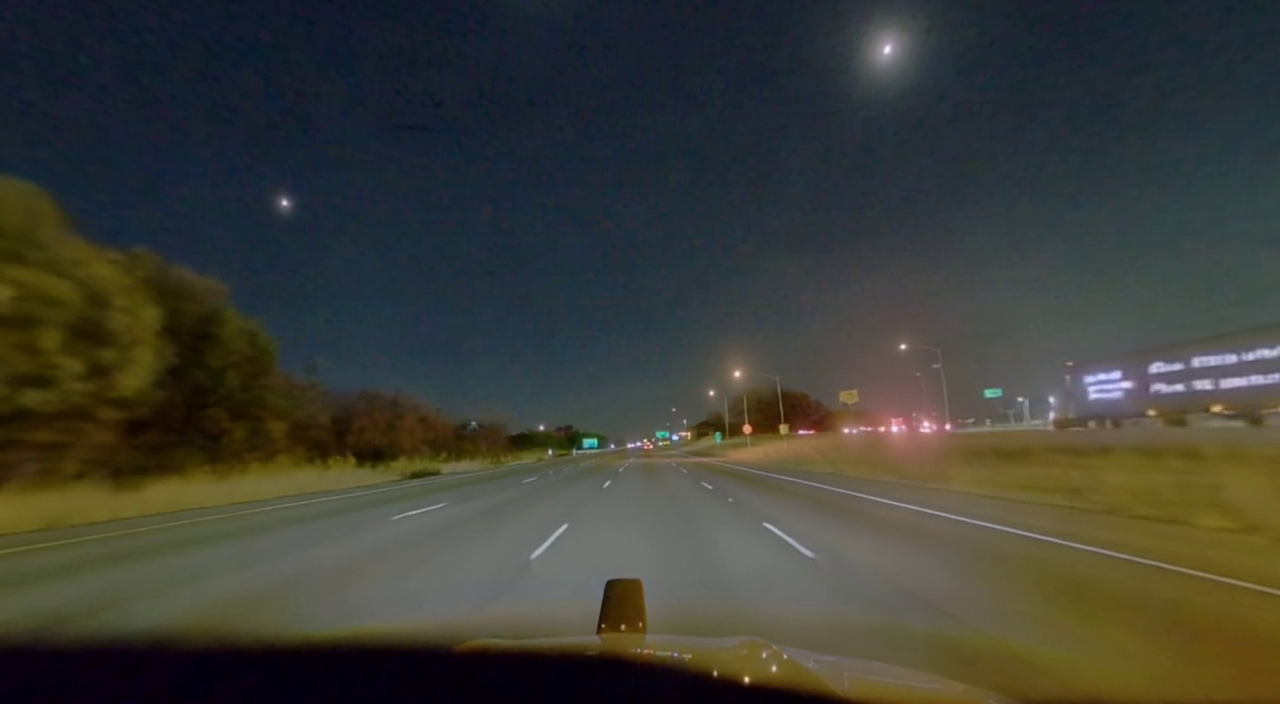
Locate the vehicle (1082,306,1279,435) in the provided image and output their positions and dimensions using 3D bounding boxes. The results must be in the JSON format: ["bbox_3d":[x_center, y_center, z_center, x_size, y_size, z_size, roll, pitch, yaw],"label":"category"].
[{"bbox_3d":[23.400,0.718,22.657,2.978,4.245,16.936,0,-8,0],"label":"vehicle"}]
